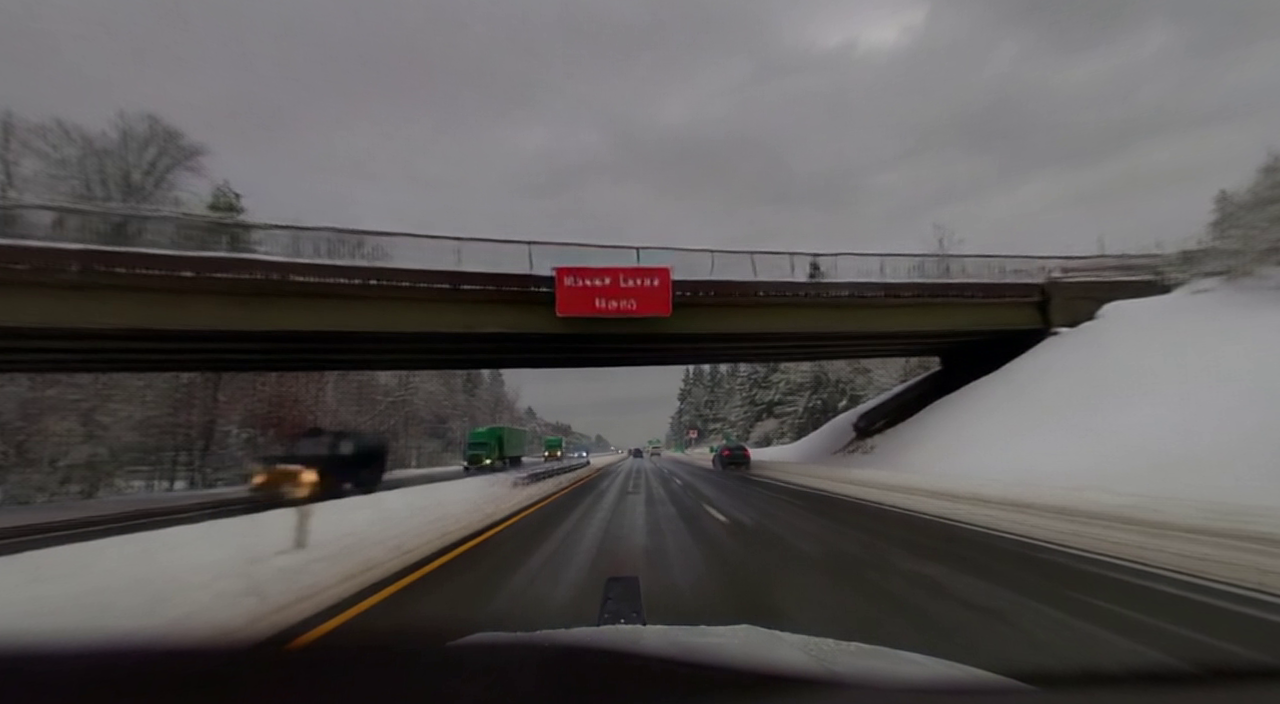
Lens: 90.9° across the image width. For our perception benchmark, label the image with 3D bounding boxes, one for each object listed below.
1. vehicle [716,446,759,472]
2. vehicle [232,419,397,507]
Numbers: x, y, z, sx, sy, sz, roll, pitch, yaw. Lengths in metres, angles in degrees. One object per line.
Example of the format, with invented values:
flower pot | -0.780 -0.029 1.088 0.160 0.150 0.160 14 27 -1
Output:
vehicle | 5.917 6.583 38.818 1.987 1.473 4.244 0 -9 1
vehicle | -10.540 3.665 21.168 2.275 2.523 5.746 0 -9 2
